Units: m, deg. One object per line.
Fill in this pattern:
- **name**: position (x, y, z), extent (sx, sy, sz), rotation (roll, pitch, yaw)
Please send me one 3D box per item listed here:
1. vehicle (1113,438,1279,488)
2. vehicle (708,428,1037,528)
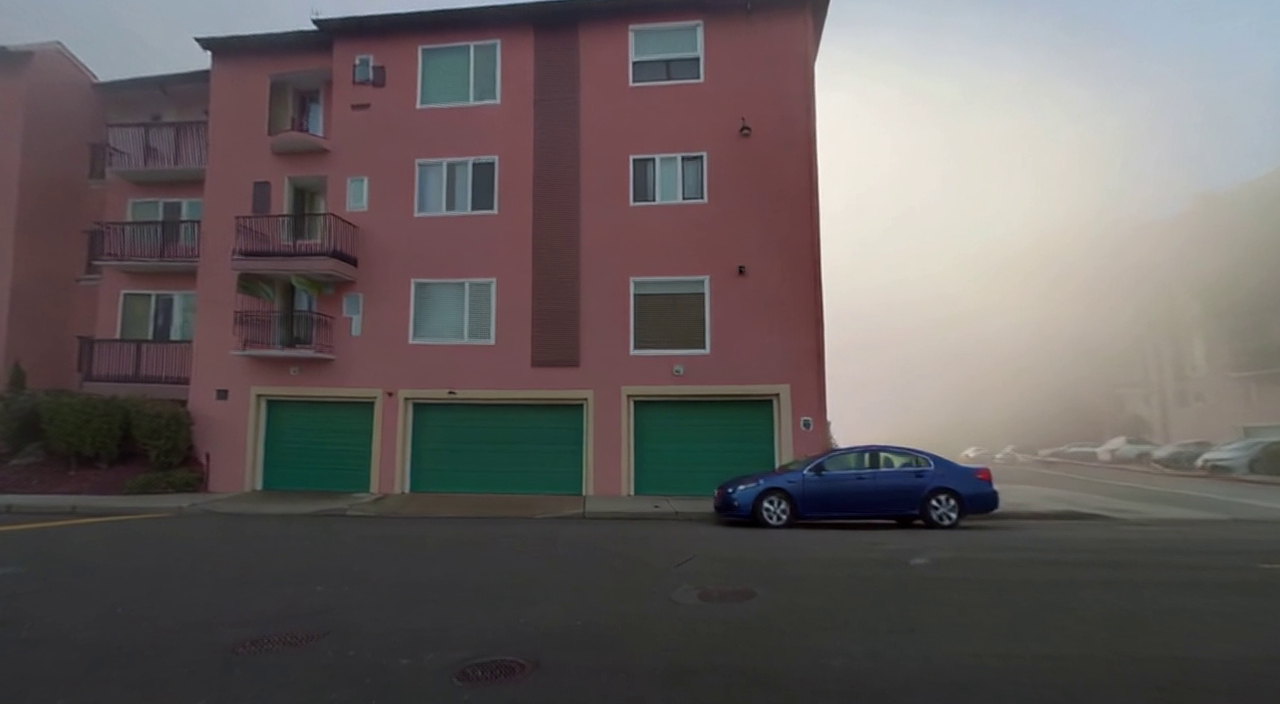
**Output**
- **vehicle**: position (17.650, 3.443, 19.757), extent (3.905, 1.475, 2.057), rotation (-1, -8, 5)
- **vehicle**: position (3.518, 2.002, 10.369), extent (4.697, 1.444, 1.825), rotation (-1, -8, 5)
